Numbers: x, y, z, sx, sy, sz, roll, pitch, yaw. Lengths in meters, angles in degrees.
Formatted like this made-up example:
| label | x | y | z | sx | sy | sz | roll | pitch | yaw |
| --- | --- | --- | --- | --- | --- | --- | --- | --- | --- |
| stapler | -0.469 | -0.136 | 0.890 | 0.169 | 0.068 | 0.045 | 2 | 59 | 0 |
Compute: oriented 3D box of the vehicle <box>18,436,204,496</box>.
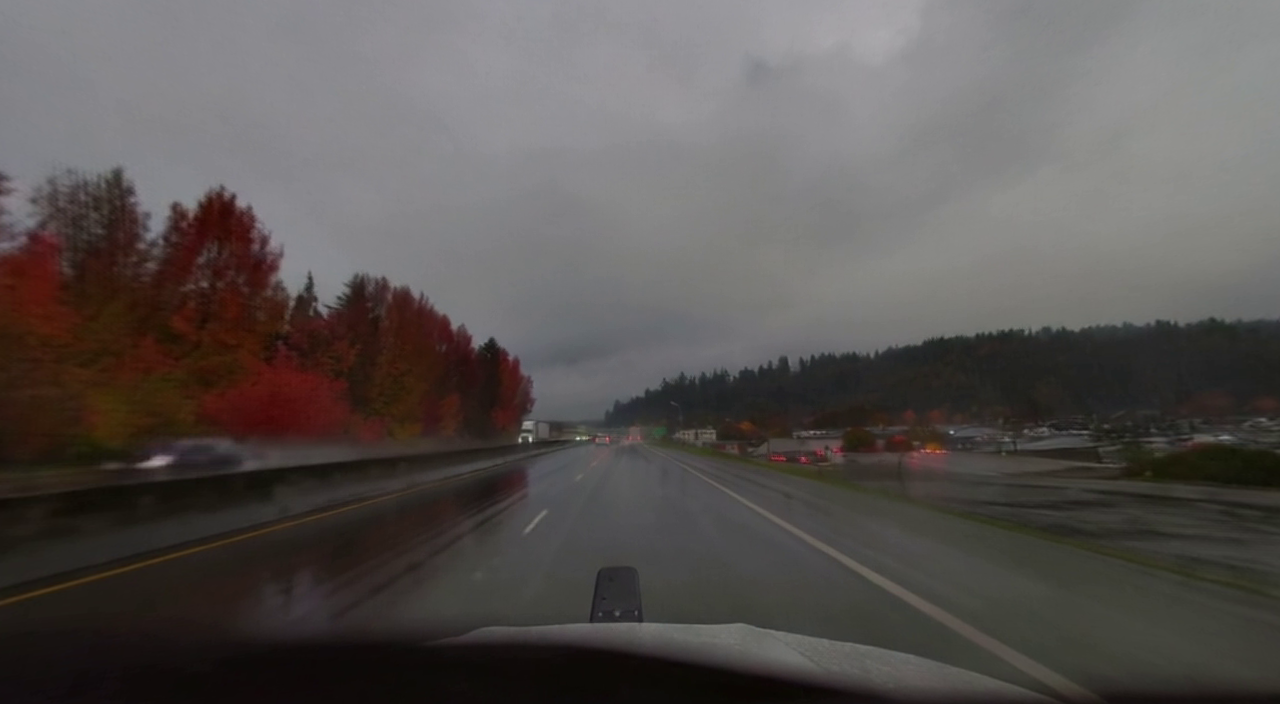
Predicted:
| label | x | y | z | sx | sy | sz | roll | pitch | yaw |
| --- | --- | --- | --- | --- | --- | --- | --- | --- | --- |
| vehicle | -14.931 | 3.192 | 18.113 | 1.836 | 1.507 | 4.073 | 0 | -8 | -1 |
